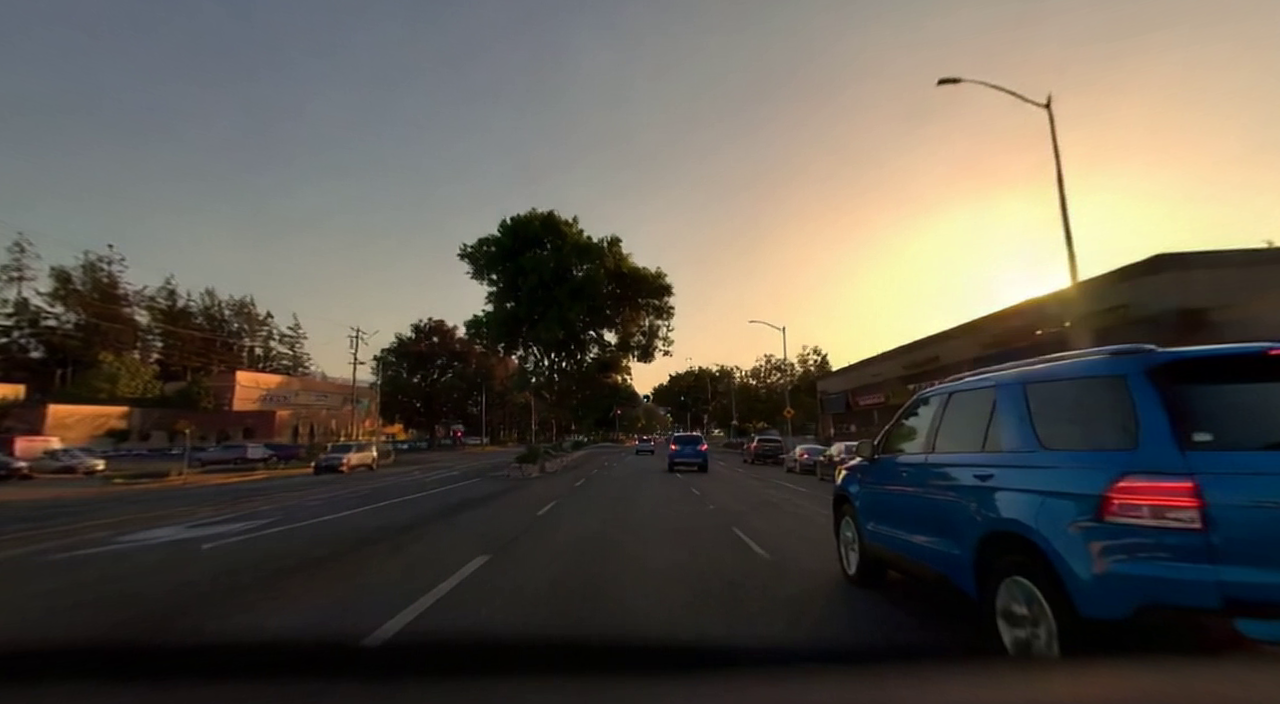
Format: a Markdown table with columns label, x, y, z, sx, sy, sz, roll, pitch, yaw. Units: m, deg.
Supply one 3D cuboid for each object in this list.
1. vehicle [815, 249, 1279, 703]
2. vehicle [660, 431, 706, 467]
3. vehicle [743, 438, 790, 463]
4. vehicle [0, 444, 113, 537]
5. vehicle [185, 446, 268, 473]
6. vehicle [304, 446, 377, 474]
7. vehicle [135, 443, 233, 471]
| label | x | y | z | sx | sy | sz | roll | pitch | yaw |
| --- | --- | --- | --- | --- | --- | --- | --- | --- | --- |
| vehicle | 3.063 | 0.942 | 4.515 | 2.246 | 1.963 | 4.777 | 0 | -8 | 0 |
| vehicle | 2.347 | 5.454 | 35.506 | 2.317 | 1.857 | 5.150 | 0 | -8 | 1 |
| vehicle | 7.743 | 6.078 | 38.824 | 1.895 | 1.437 | 4.890 | 0 | -8 | 0 |
| vehicle | -11.277 | 2.215 | 9.978 | 1.942 | 1.473 | 4.506 | 0 | -8 | -1 |
| vehicle | -24.335 | 6.327 | 37.147 | 1.822 | 1.466 | 4.445 | 0 | -8 | 1 |
| vehicle | -17.147 | 6.199 | 36.234 | 1.962 | 1.496 | 4.431 | 0 | -8 | 1 |
| vehicle | -27.051 | 6.241 | 37.521 | 1.929 | 1.537 | 5.124 | 0 | -8 | 1 |
